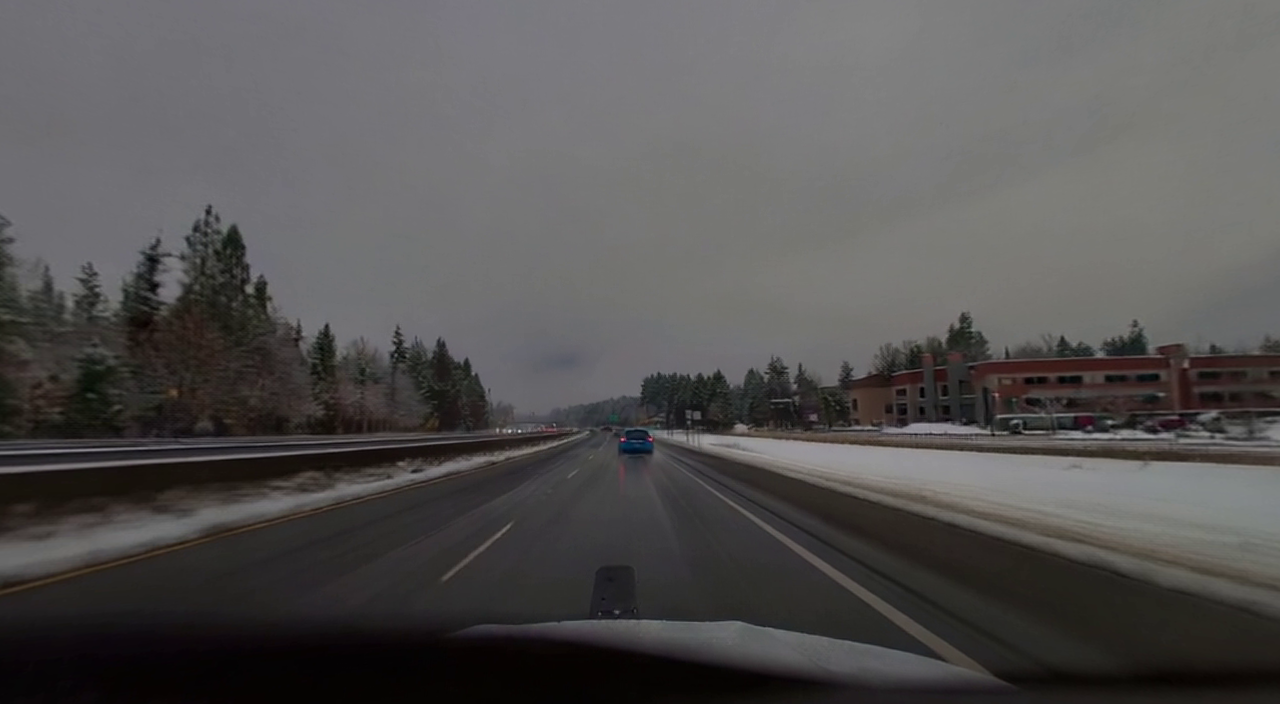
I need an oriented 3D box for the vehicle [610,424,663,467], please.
[{"bbox_3d":[-0.171,3.826,26.051,2.020,1.633,3.942,0,-8,-1],"label":"vehicle"}]
